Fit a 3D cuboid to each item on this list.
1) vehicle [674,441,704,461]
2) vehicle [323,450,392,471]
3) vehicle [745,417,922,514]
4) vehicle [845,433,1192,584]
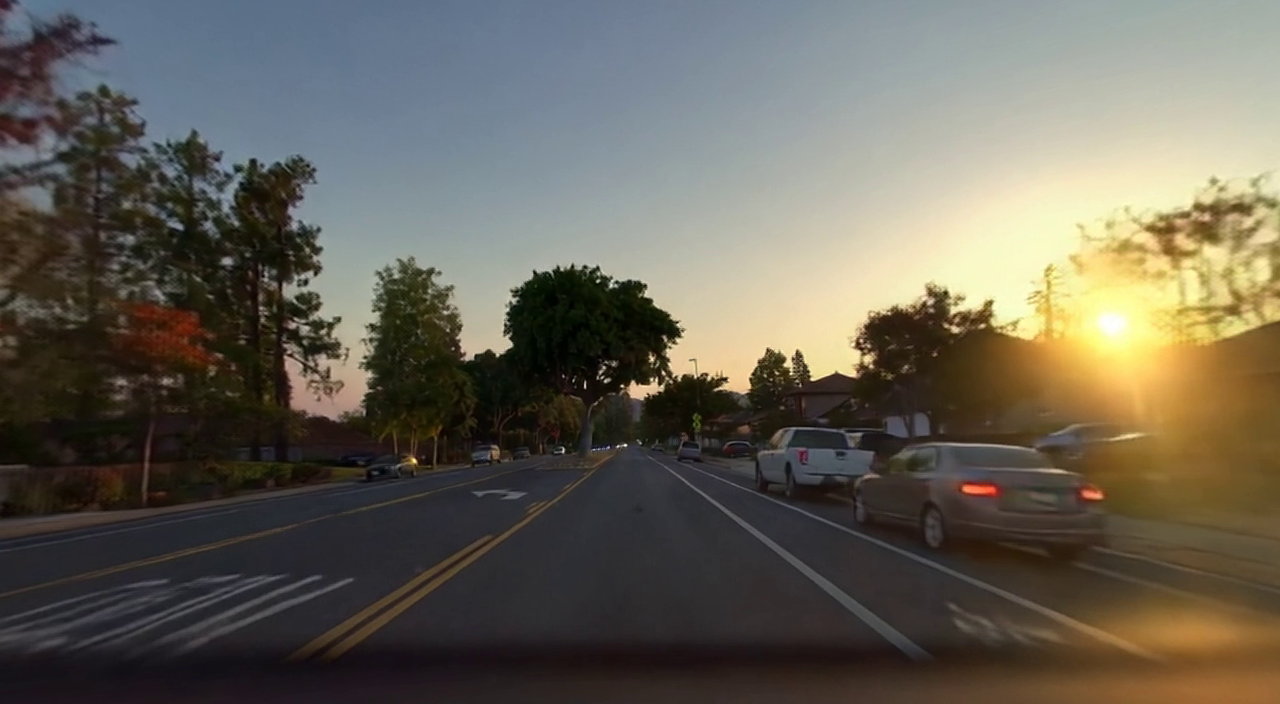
[{"bbox_3d":[3.734,7.673,48.912,1.970,1.455,4.233,0,-8,-1],"label":"vehicle"},{"bbox_3d":[-22.250,8.553,49.870,4.413,1.477,2.100,-1,-9,0],"label":"vehicle"},{"bbox_3d":[4.237,2.632,15.197,2.293,1.858,5.868,0,-8,-1],"label":"vehicle"},{"bbox_3d":[4.494,1.882,8.525,1.919,1.474,4.370,0,-8,-1],"label":"vehicle"}]
